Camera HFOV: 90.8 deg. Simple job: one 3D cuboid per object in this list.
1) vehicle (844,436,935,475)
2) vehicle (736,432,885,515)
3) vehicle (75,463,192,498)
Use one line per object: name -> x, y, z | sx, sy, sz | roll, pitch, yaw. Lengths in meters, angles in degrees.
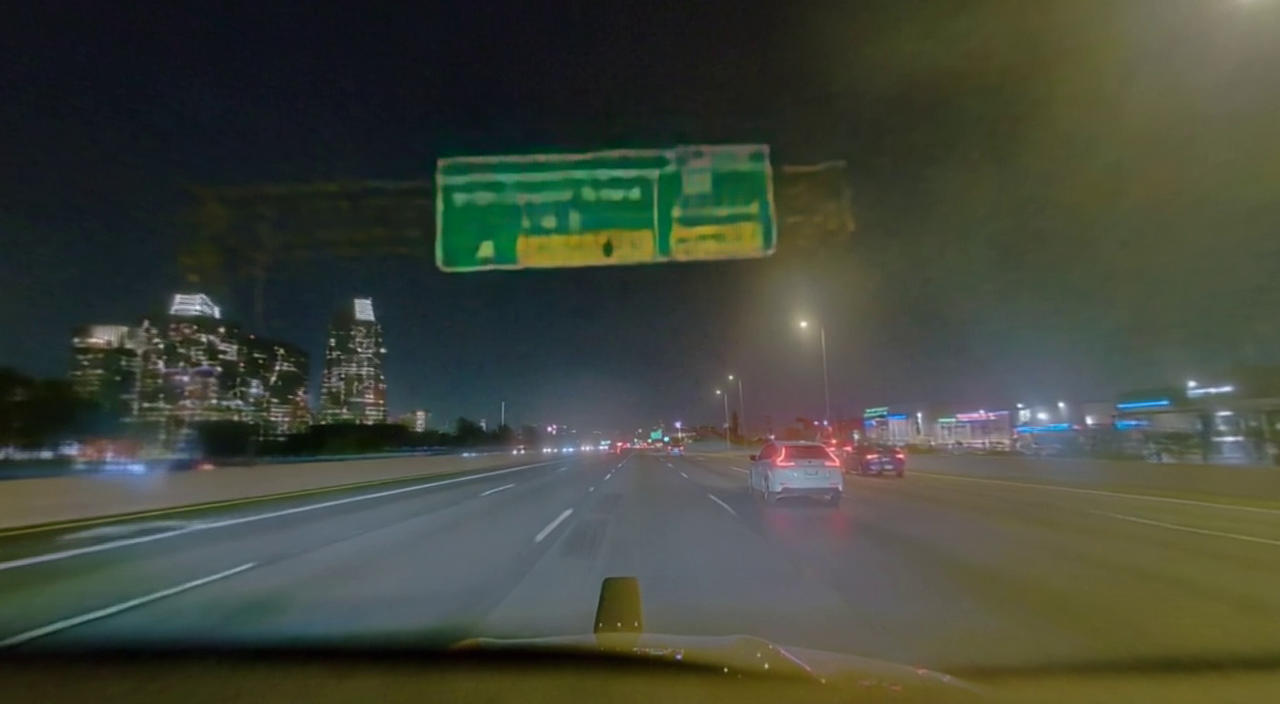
vehicle -> 10.487, 4.387, 26.959 | 2.019, 1.529, 4.385 | 0, -8, -1
vehicle -> 3.435, 2.528, 13.634 | 1.961, 1.504, 4.094 | 0, -8, -1
vehicle -> -25.280, 6.393, 31.767 | 1.973, 1.492, 4.704 | 0, -8, 0
